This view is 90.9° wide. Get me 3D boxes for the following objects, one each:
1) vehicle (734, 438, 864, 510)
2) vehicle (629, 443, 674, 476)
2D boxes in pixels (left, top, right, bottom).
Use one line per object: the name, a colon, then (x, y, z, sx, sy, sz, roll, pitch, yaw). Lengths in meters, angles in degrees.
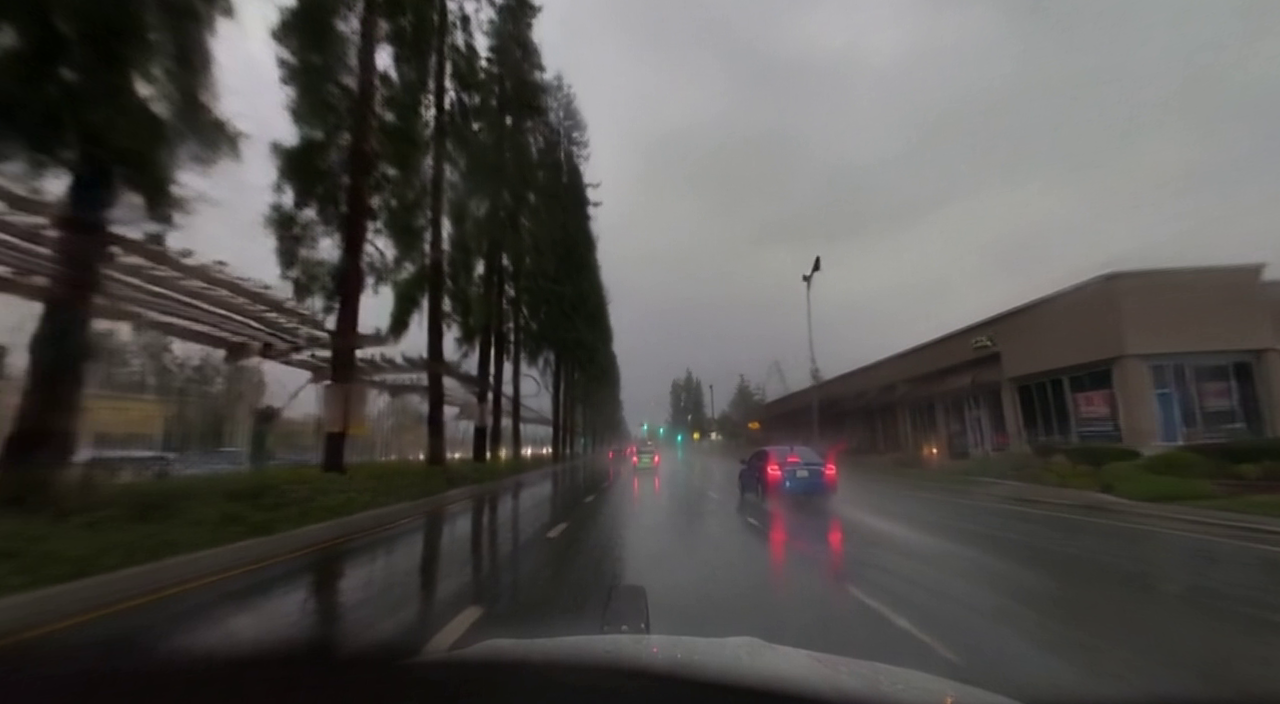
vehicle: (3.696, 2.908, 15.537, 2.067, 1.497, 4.327, 0, -8, 0)
vehicle: (0.547, 5.364, 31.610, 2.144, 1.505, 4.128, 0, -8, 0)
